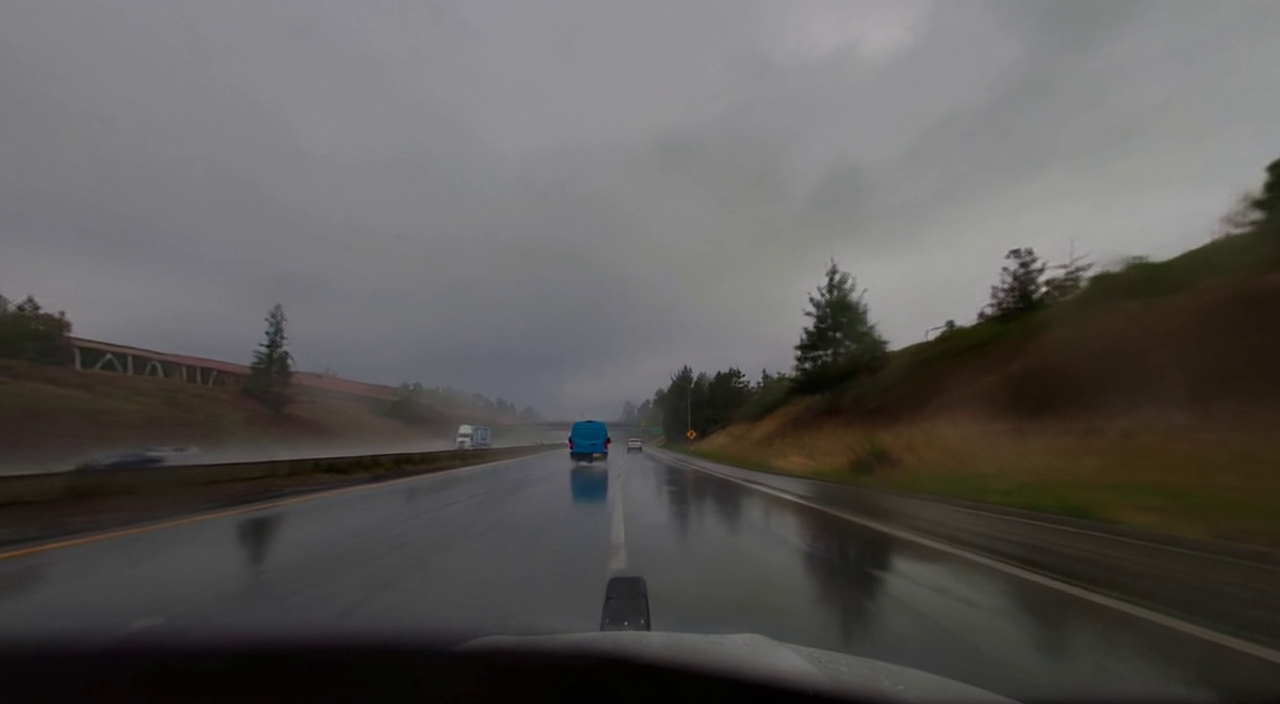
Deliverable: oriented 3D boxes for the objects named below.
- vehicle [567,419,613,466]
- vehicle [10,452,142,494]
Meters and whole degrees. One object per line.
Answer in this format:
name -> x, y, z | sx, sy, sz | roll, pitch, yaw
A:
vehicle -> -2.797, 5.258, 36.468 | 2.329, 2.483, 5.428 | 0, -8, -2
vehicle -> -22.042, 4.708, 24.818 | 1.734, 1.462, 3.838 | 0, -8, -3
